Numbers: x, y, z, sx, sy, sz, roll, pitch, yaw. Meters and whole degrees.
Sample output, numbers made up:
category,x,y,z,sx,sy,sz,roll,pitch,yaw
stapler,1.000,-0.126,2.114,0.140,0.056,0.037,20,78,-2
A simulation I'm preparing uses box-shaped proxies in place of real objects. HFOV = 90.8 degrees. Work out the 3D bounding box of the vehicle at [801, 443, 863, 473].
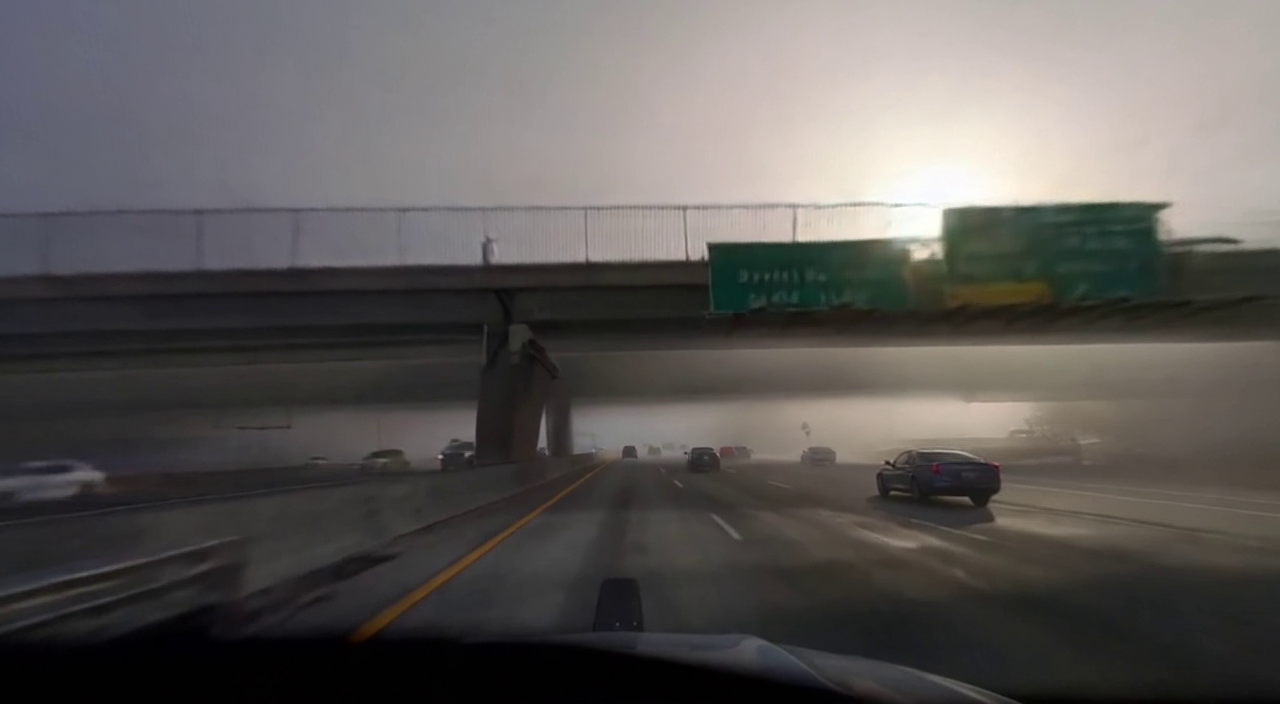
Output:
category,x,y,z,sx,sy,sz,roll,pitch,yaw
vehicle,10.005,5.524,33.226,1.838,1.440,4.121,0,-8,-2

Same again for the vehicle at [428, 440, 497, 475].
category,x,y,z,sx,sy,sz,roll,pitch,yaw
vehicle,-10.178,6.088,36.754,2.274,1.881,5.749,0,-8,1

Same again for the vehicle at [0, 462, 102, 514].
category,x,y,z,sx,sy,sz,roll,pitch,yaw
vehicle,-20.625,4.396,20.552,2.057,1.475,4.785,0,-8,0

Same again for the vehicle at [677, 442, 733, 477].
category,x,y,z,sx,sy,sz,roll,pitch,yaw
vehicle,2.968,5.024,29.854,1.993,1.507,4.594,0,-8,-2

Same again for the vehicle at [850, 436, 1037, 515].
category,x,y,z,sx,sy,sz,roll,pitch,yaw
vehicle,6.600,2.710,14.457,1.952,1.489,4.483,0,-8,-2

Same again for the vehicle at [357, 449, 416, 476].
category,x,y,z,sx,sy,sz,roll,pitch,yaw
vehicle,-16.952,7.407,42.522,2.078,1.637,4.517,0,-8,0

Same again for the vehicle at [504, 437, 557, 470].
category,x,y,z,sx,sy,sz,roll,pitch,yaw
vehicle,-6.711,6.297,39.418,2.218,1.829,5.584,0,-8,1
